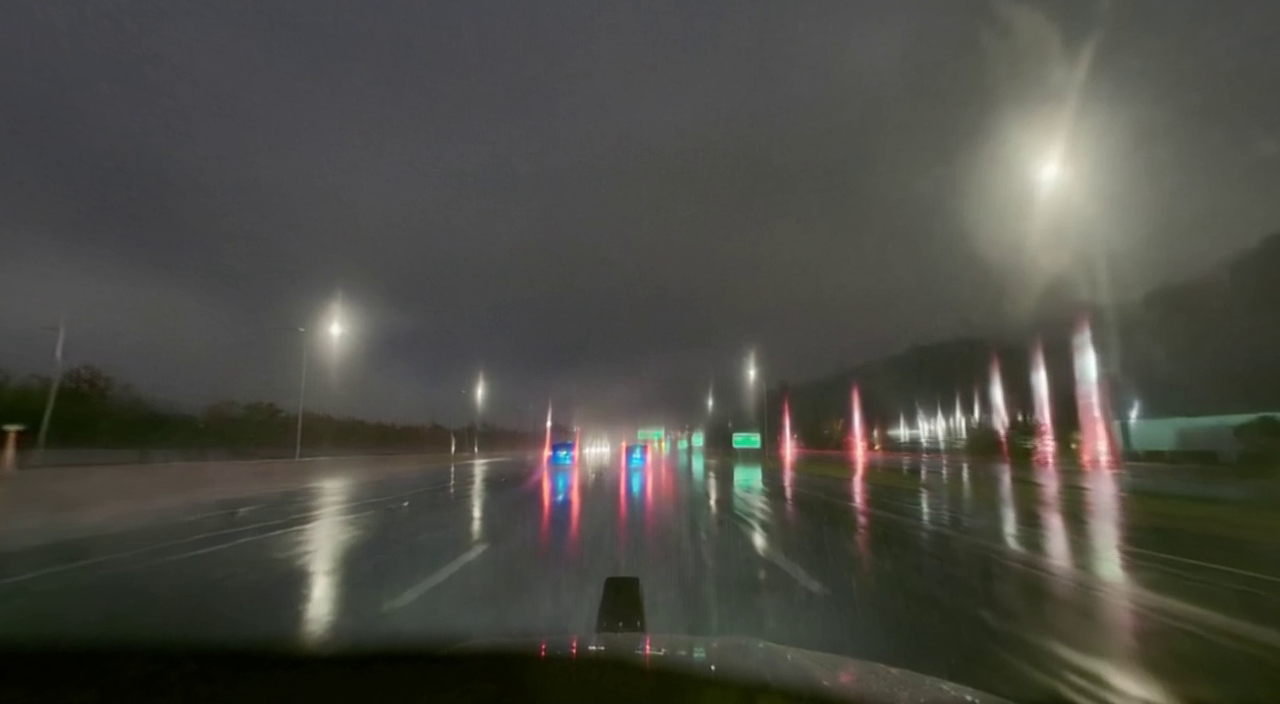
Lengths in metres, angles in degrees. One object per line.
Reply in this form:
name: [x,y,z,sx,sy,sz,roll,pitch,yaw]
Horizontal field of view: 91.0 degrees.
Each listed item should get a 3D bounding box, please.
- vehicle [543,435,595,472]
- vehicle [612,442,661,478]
vehicle: [-3.848,5.609,35.048,2.264,1.901,4.647,0,-9,1]
vehicle: [-0.129,4.955,29.116,2.086,1.548,4.325,0,-9,0]
